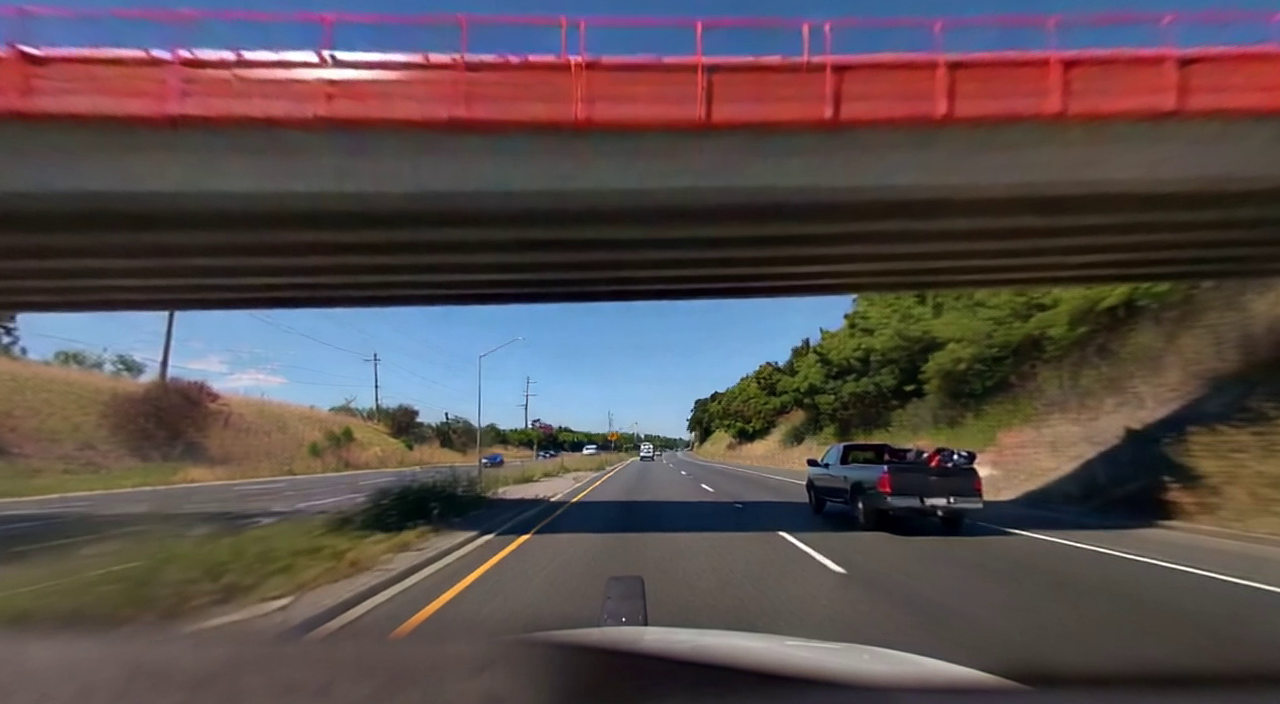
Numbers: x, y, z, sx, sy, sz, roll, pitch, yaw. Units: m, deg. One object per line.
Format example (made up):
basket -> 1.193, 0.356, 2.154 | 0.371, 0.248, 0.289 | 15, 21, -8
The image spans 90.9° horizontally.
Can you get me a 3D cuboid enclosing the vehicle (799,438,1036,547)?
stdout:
vehicle -> 4.539, 2.367, 11.387 | 1.988, 1.505, 4.958 | 0, -9, 0
